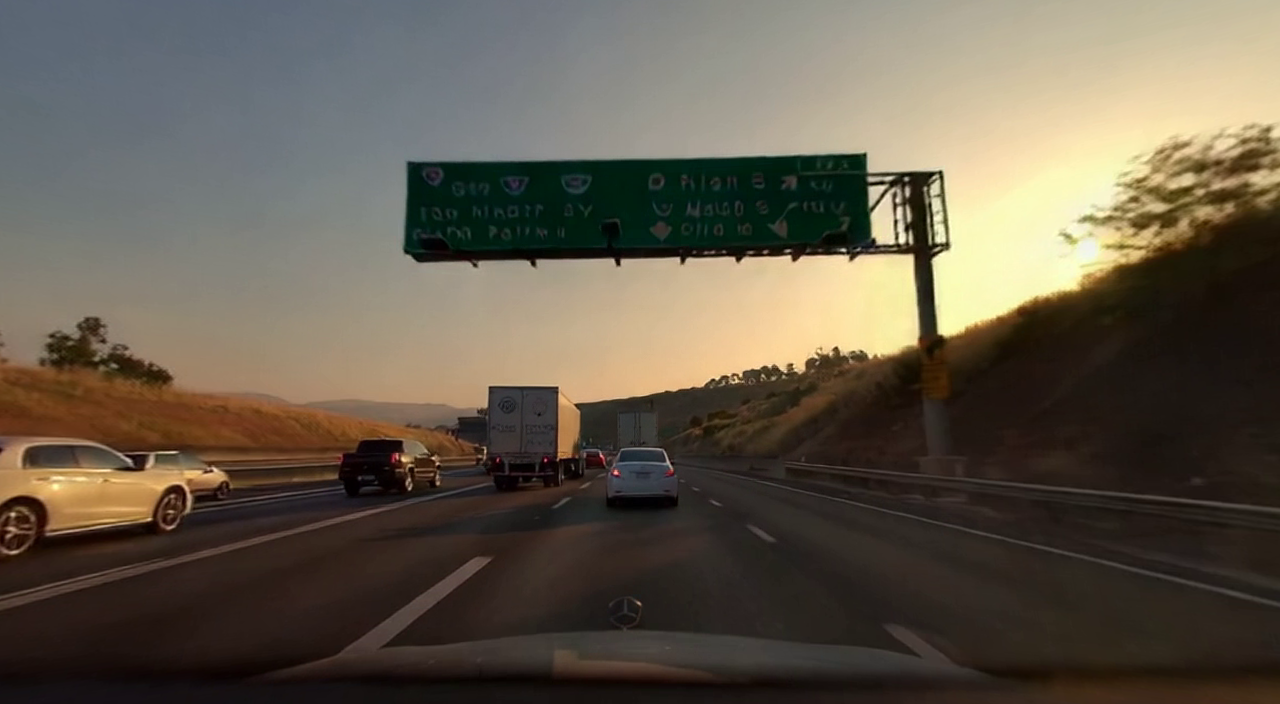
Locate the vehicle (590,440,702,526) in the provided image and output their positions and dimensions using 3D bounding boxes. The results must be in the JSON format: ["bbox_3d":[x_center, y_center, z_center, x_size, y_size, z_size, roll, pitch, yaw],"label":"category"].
[{"bbox_3d":[0.087,2.603,12.994,1.995,1.495,3.380,0,-9,-1],"label":"vehicle"}]

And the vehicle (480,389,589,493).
[{"bbox_3d":[-3.718,3.435,24.203,2.812,3.342,7.248,-1,-9,1],"label":"vehicle"}]

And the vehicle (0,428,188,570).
[{"bbox_3d":[-7.867,1.658,7.234,1.879,1.521,4.623,-1,-9,1],"label":"vehicle"}]

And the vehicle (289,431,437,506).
[{"bbox_3d":[-7.271,3.106,17.147,1.952,1.746,4.332,-1,-9,1],"label":"vehicle"}]

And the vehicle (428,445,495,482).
[{"bbox_3d":[-8.015,5.031,28.680,1.880,1.512,3.758,-1,-9,1],"label":"vehicle"}]
